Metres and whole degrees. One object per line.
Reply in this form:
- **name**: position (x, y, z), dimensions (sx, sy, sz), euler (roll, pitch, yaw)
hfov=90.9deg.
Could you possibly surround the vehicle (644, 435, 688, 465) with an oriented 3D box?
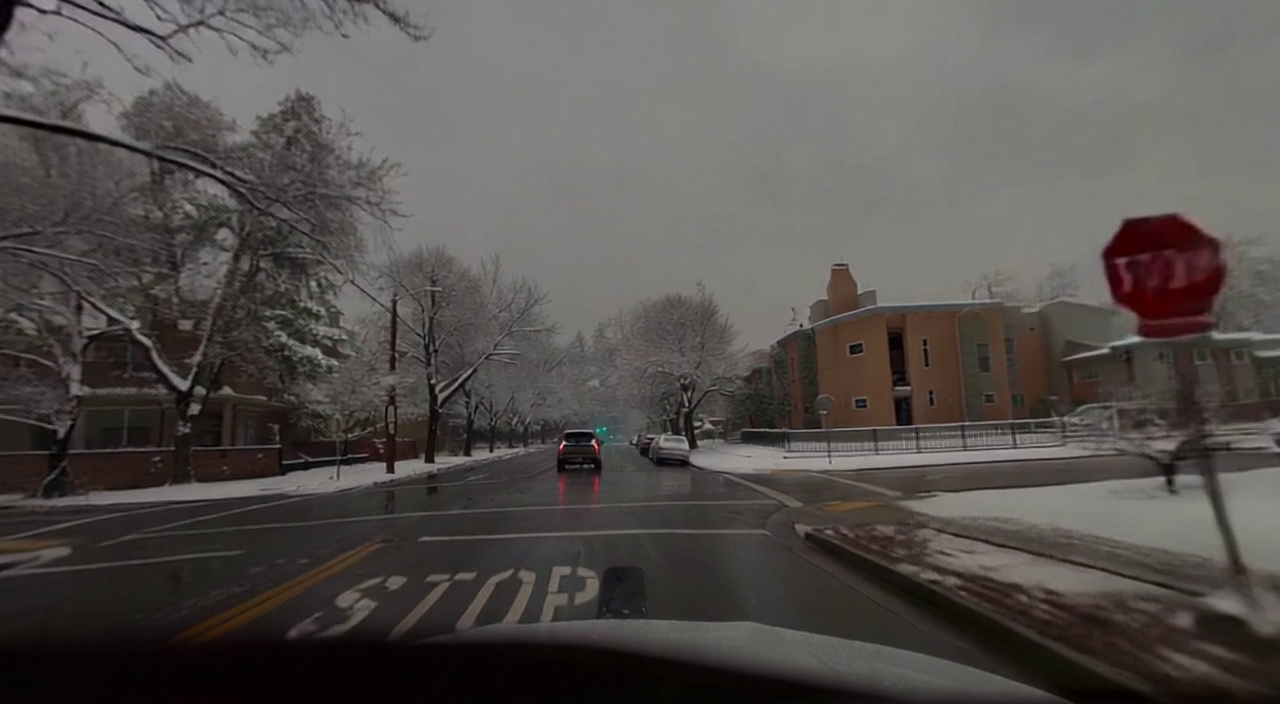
- **vehicle**: position (1.412, 5.524, 35.670), dimensions (1.987, 1.608, 3.883), euler (1, -8, -5)

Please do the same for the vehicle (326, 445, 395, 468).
- **vehicle**: position (-19.069, 7.140, 43.101), dimensions (3.806, 1.501, 1.892), euler (0, -8, -2)

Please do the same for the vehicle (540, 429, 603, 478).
- **vehicle**: position (-2.540, 3.907, 24.466), dimensions (2.172, 1.722, 4.201), euler (0, -8, -3)
